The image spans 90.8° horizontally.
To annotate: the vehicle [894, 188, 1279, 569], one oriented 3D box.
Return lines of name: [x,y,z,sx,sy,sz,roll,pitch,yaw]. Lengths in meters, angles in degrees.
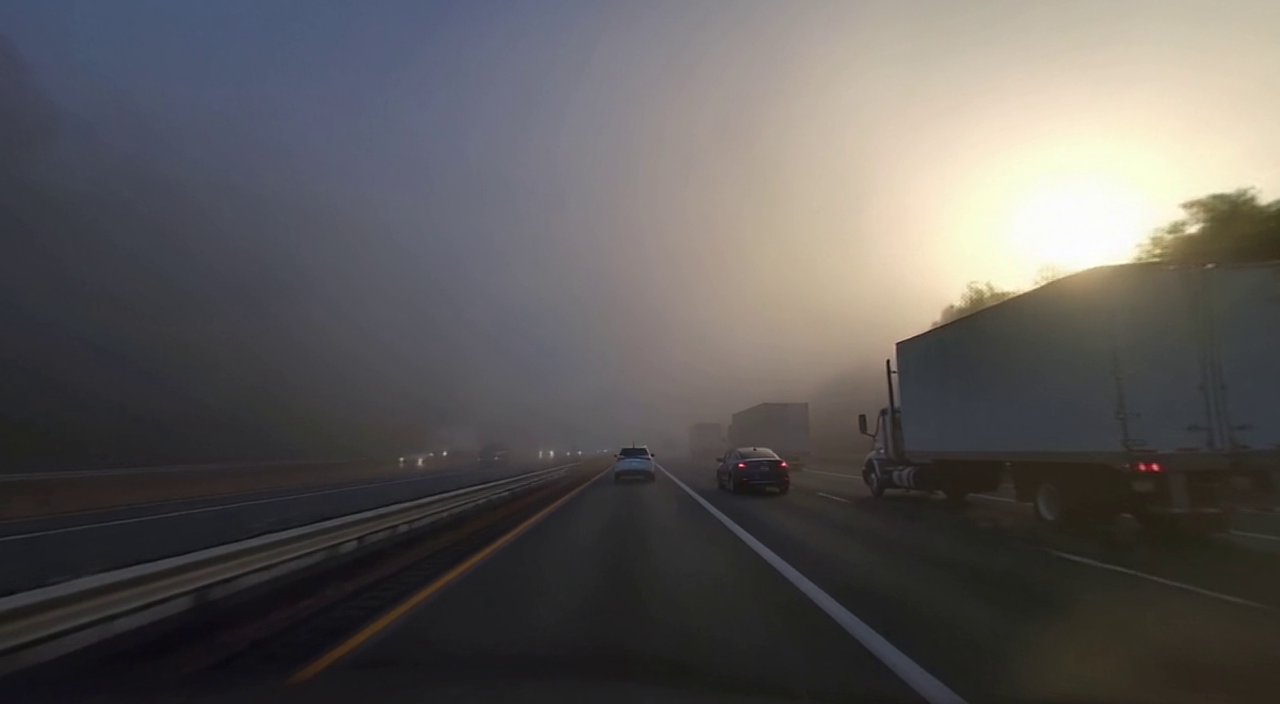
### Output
vehicle: [7.604,0.829,10.877,2.823,4.063,8.485,0,-9,0]

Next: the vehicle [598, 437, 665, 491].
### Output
vehicle: [-0.242,3.682,20.976,2.023,1.618,3.628,0,-9,0]

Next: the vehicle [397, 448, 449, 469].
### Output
vehicle: [-15.674,7.723,45.826,1.932,1.433,4.529,-1,-9,3]

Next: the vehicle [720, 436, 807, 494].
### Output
vehicle: [3.728,3.493,19.752,1.920,1.594,3.867,0,-9,-1]

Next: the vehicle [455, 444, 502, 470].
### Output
vehicle: [-11.280,7.354,44.287,2.074,1.655,4.124,-1,-9,2]

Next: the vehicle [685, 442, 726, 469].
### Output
vehicle: [4.157,6.609,40.474,2.150,1.632,4.260,0,-9,0]
